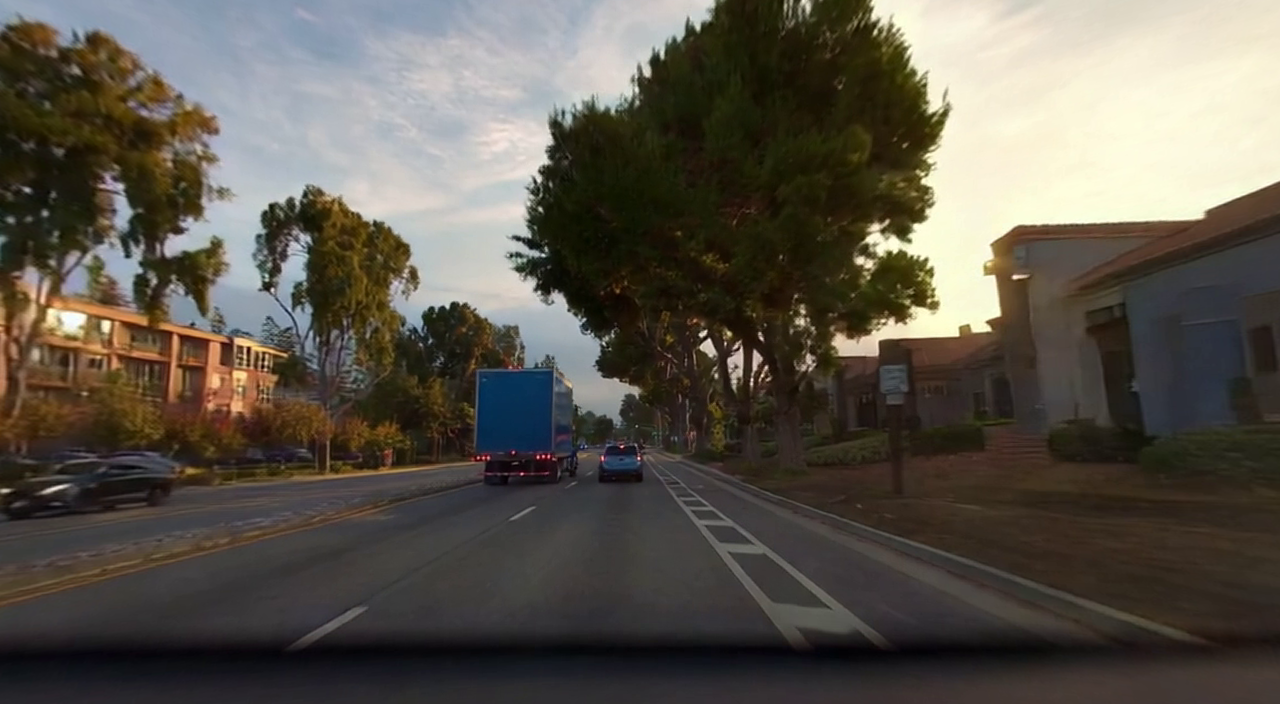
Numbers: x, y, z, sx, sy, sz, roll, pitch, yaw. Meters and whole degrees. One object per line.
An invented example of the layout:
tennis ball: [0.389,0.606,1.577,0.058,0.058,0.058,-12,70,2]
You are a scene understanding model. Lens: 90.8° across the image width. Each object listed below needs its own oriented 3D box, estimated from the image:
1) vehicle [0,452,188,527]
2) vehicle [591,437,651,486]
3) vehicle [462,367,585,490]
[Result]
vehicle: [-13.969,3.325,15.847,1.993,1.568,4.645,-1,-9,-3]
vehicle: [-0.663,4.101,23.984,2.094,1.682,3.866,0,-9,0]
vehicle: [-4.131,3.180,25.254,2.996,3.902,10.410,0,-9,0]
